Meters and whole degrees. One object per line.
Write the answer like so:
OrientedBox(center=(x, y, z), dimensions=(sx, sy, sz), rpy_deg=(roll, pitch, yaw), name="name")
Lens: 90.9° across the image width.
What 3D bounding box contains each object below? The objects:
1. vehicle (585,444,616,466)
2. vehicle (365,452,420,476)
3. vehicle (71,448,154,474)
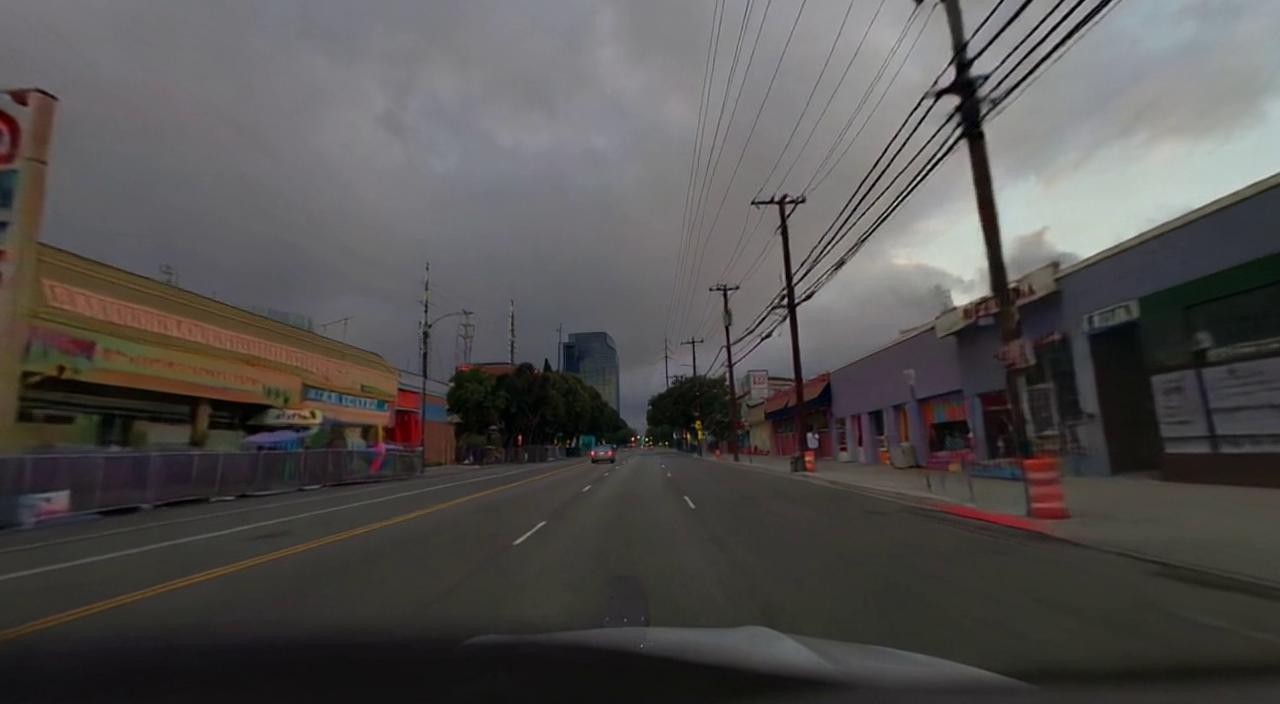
OrientedBox(center=(-2.983, 7.887, 48.630), dimensions=(2.036, 1.589, 4.549), rpy_deg=(-1, -8, 2), name="vehicle")
OrientedBox(center=(-17.056, 7.734, 43.655), dimensions=(1.995, 1.460, 4.802), rpy_deg=(-1, -8, -2), name="vehicle")
OrientedBox(center=(-39.919, 8.264, 47.809), dimensions=(4.290, 1.788, 2.165), rpy_deg=(0, -8, -1), name="vehicle")
